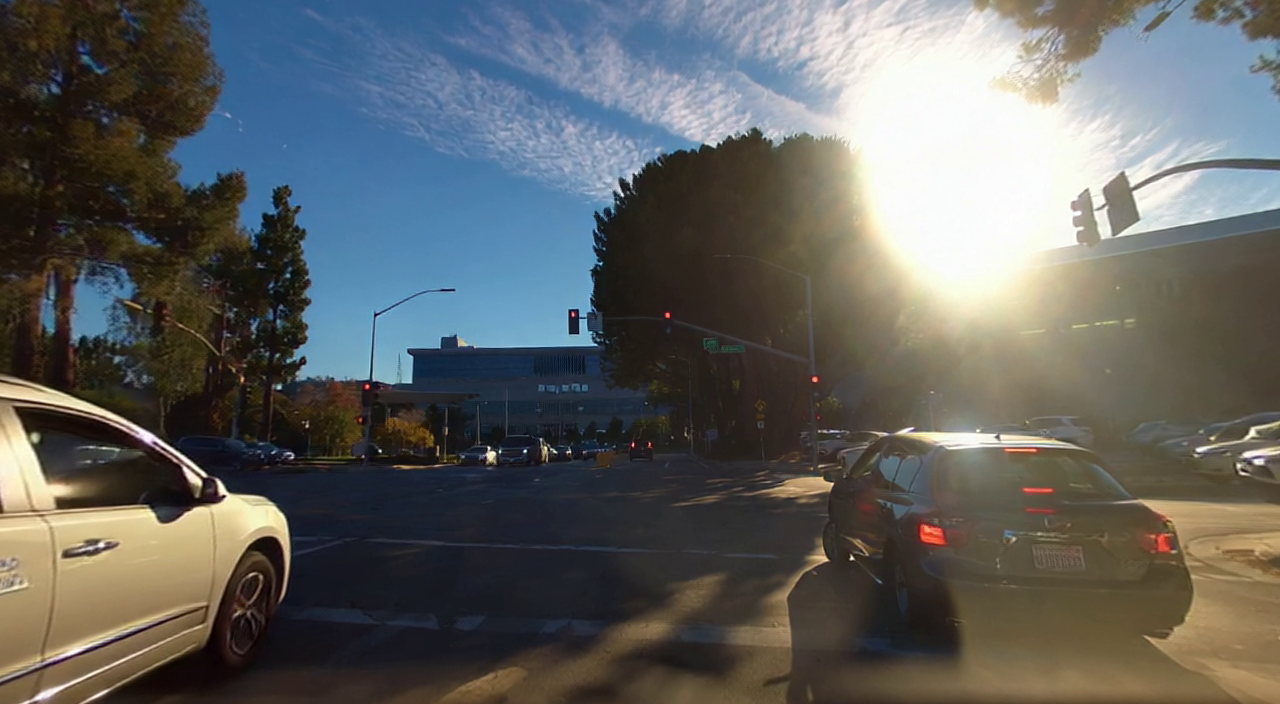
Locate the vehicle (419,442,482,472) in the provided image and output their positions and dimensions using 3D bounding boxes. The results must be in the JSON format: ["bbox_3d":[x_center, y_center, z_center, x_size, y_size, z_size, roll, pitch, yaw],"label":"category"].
[{"bbox_3d":[-10.634,5.913,35.717,2.041,1.548,4.868,0,-8,0],"label":"vehicle"}]

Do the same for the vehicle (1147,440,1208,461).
[{"bbox_3d":[41.165,7.597,48.357,1.767,1.456,4.191,-5,-11,15],"label":"vehicle"}]

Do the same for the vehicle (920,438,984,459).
[{"bbox_3d":[21.486,6.651,43.385,3.576,1.425,1.702,2,-9,-12],"label":"vehicle"}]

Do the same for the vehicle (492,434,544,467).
[{"bbox_3d":[-7.165,5.854,37.469,2.081,1.818,4.782,0,-8,1],"label":"vehicle"}]

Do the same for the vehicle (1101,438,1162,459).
[{"bbox_3d":[38.485,7.554,49.493,1.837,1.514,4.786,-2,-9,13],"label":"vehicle"}]

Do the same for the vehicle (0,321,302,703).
[{"bbox_3d":[-3.472,0.758,2.273,2.000,1.789,4.638,0,-8,-2],"label":"vehicle"}]
